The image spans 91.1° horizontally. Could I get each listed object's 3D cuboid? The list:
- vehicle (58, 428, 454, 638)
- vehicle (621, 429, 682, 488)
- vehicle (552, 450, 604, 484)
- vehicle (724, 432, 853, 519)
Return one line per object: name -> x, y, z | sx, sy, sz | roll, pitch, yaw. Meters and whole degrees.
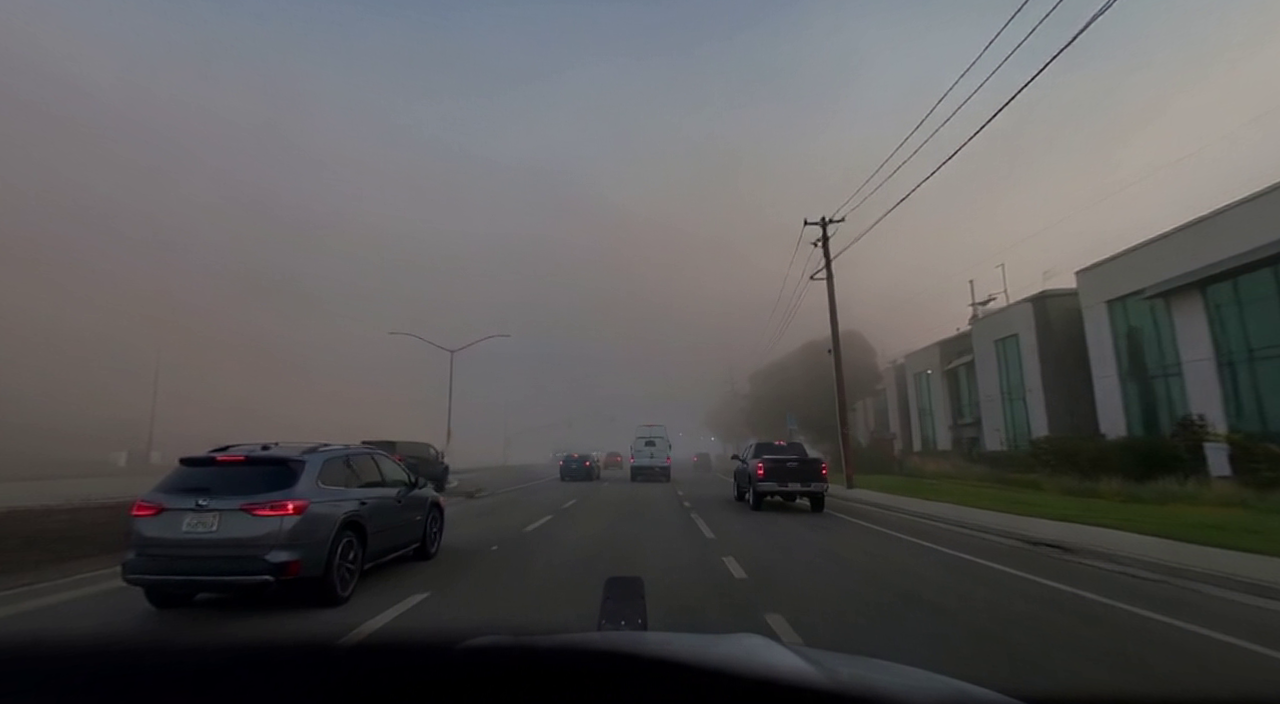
vehicle -> -3.616, 1.717, 6.913 | 1.934, 1.643, 3.718 | 0, -9, 1
vehicle -> 0.650, 4.840, 28.961 | 2.457, 2.440, 5.486 | -1, -9, 4
vehicle -> -3.059, 5.769, 31.873 | 1.984, 1.567, 4.311 | 0, -9, 3
vehicle -> 3.602, 3.074, 16.214 | 2.283, 1.923, 4.427 | 0, -9, 1
